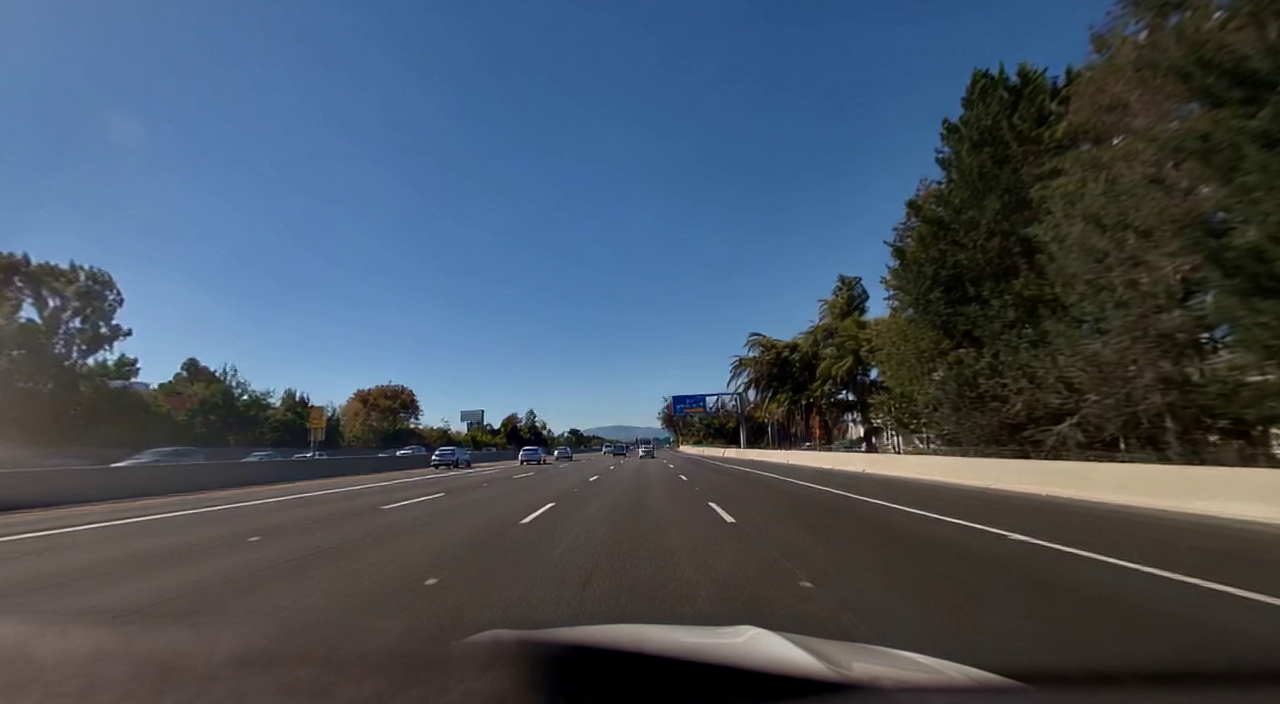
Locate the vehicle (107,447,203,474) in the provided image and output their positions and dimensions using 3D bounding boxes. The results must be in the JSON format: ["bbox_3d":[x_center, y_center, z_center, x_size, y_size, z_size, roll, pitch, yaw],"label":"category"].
[{"bbox_3d":[-30.289,6.756,39.609,1.863,1.551,5.152,0,-9,0],"label":"vehicle"}]

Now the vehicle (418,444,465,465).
[{"bbox_3d":[-14.301,7.418,45.616,1.818,1.377,4.419,-1,-8,2],"label":"vehicle"}]
